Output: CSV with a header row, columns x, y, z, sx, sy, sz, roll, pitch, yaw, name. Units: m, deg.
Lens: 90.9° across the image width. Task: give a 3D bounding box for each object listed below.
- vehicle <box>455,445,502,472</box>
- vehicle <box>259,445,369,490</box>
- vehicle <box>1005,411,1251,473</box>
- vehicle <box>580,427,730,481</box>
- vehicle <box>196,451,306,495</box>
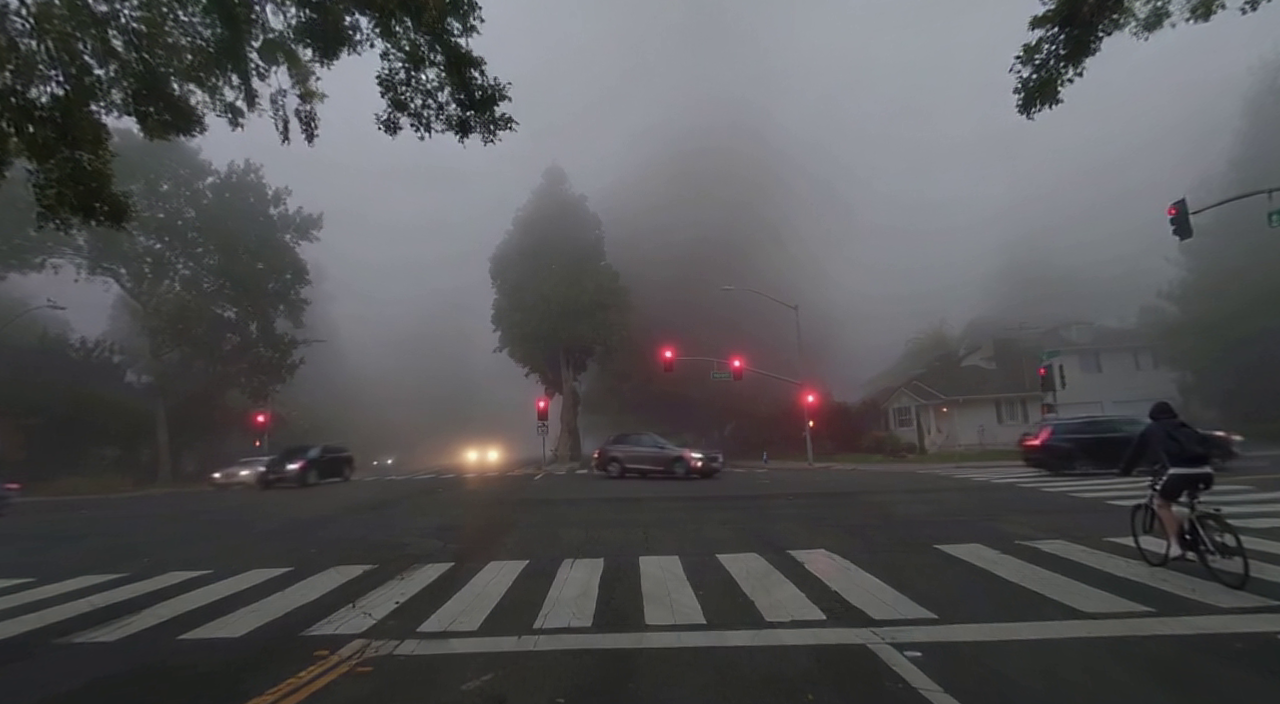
x,y,z,sx,sy,sz,roll,pitch,yaw,name
-9.719,6.412,38.276,2.017,1.496,4.749,0,-9,-5,vehicle
-14.164,5.012,27.795,2.093,1.769,4.971,0,-9,1,vehicle
13.828,2.608,18.174,5.217,1.673,2.006,-1,-9,5,vehicle
0.433,3.685,22.854,5.188,1.731,2.191,-7,-11,40,vehicle
-17.426,5.402,28.570,2.006,1.735,4.591,0,-9,1,vehicle
